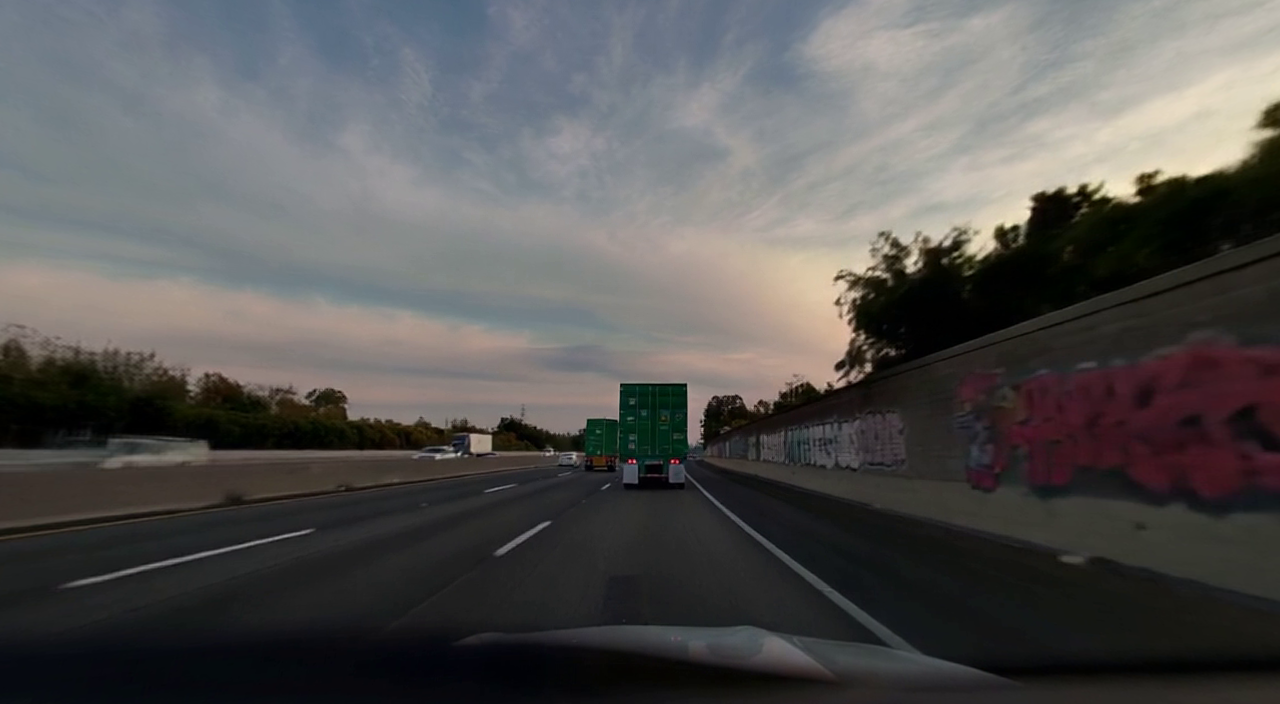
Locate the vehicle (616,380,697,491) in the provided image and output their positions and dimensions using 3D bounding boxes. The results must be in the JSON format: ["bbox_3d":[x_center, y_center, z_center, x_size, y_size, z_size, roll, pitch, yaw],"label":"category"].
[{"bbox_3d":[0.709,3.924,28.859,2.997,4.069,10.871,0,-9,1],"label":"vehicle"}]
